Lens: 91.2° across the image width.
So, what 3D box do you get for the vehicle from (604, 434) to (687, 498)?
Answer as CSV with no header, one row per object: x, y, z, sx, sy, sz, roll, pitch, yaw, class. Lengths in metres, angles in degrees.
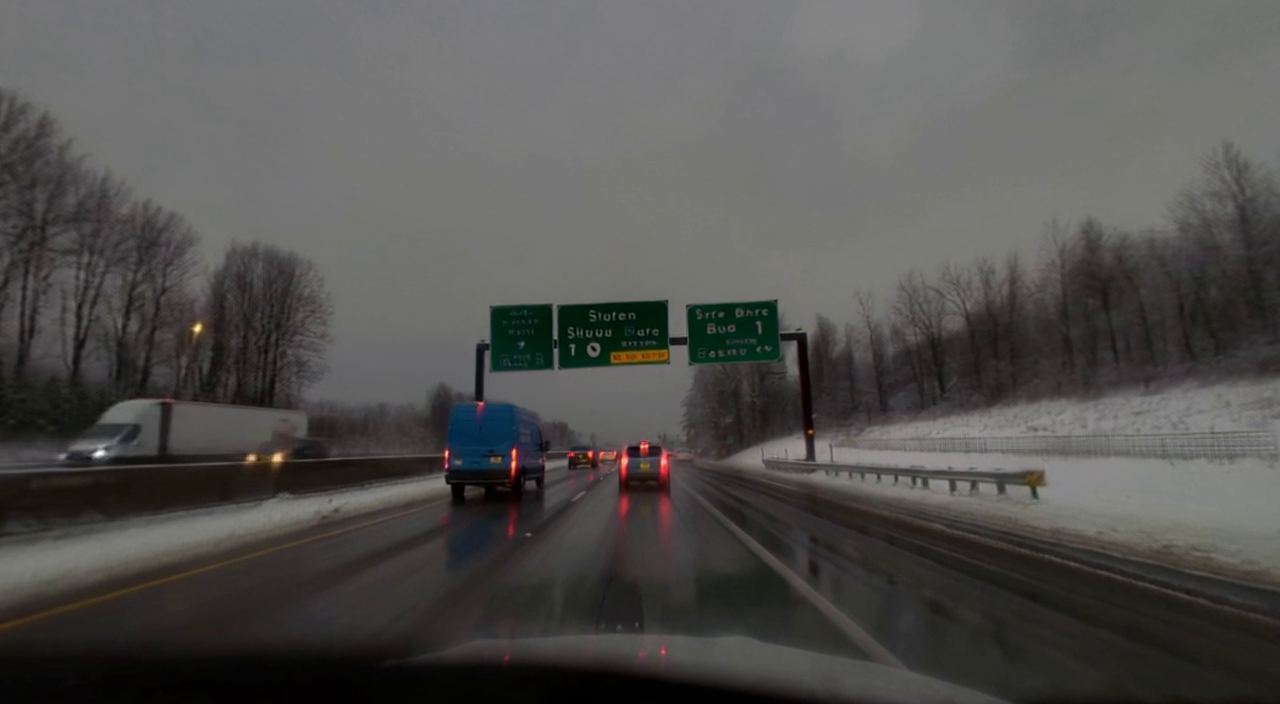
0.179,3.332,18.669,2.195,1.679,4.070,0,-9,1,vehicle

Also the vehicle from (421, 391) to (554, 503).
-4.107,2.743,18.194,2.275,2.692,5.810,0,-9,1,vehicle

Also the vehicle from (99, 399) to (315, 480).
-25.406,5.447,38.565,2.906,4.059,14.158,0,-9,2,vehicle

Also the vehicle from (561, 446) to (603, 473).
-3.401,6.407,37.604,2.015,1.496,4.312,0,-9,1,vehicle
